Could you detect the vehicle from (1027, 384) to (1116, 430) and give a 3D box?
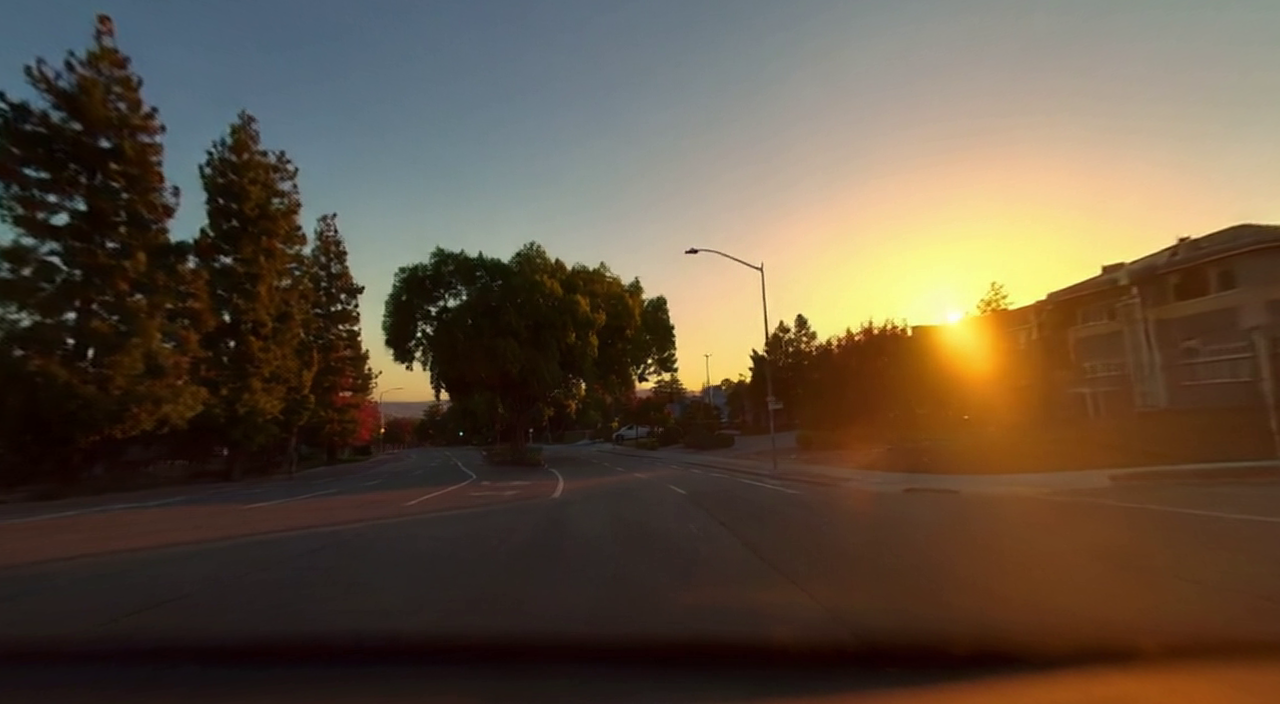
[{"bbox_3d":[19.128,2.513,27.847,4.740,1.779,2.023,8,-11,-41],"label":"vehicle"}]
